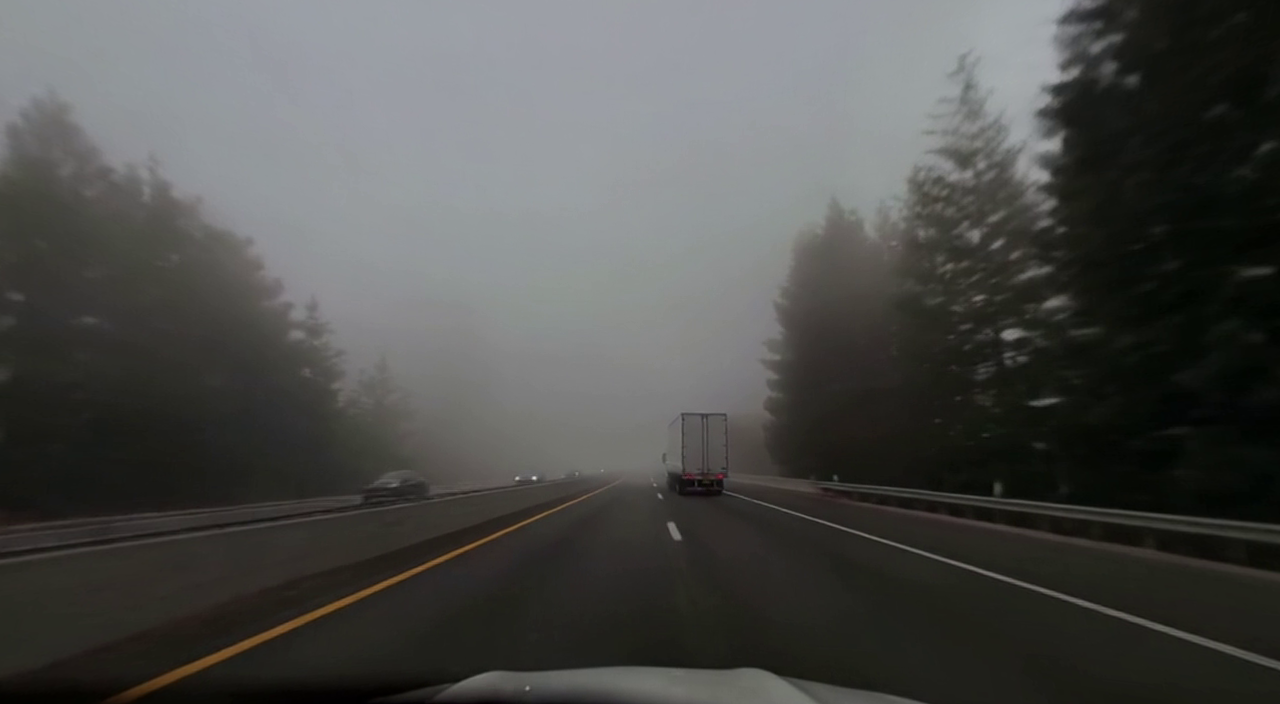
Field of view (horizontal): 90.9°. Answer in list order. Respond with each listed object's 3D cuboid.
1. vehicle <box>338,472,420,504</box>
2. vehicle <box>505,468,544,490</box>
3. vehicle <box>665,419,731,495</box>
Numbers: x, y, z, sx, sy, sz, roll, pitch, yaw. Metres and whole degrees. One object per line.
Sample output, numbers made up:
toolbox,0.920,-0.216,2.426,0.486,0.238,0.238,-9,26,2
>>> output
vehicle,-12.241,6.385,29.888,1.926,1.351,4.457,0,-10,0
vehicle,-8.354,9.205,45.937,1.887,1.462,4.482,0,-11,1
vehicle,3.443,6.988,41.347,3.204,4.102,13.306,0,-10,1
